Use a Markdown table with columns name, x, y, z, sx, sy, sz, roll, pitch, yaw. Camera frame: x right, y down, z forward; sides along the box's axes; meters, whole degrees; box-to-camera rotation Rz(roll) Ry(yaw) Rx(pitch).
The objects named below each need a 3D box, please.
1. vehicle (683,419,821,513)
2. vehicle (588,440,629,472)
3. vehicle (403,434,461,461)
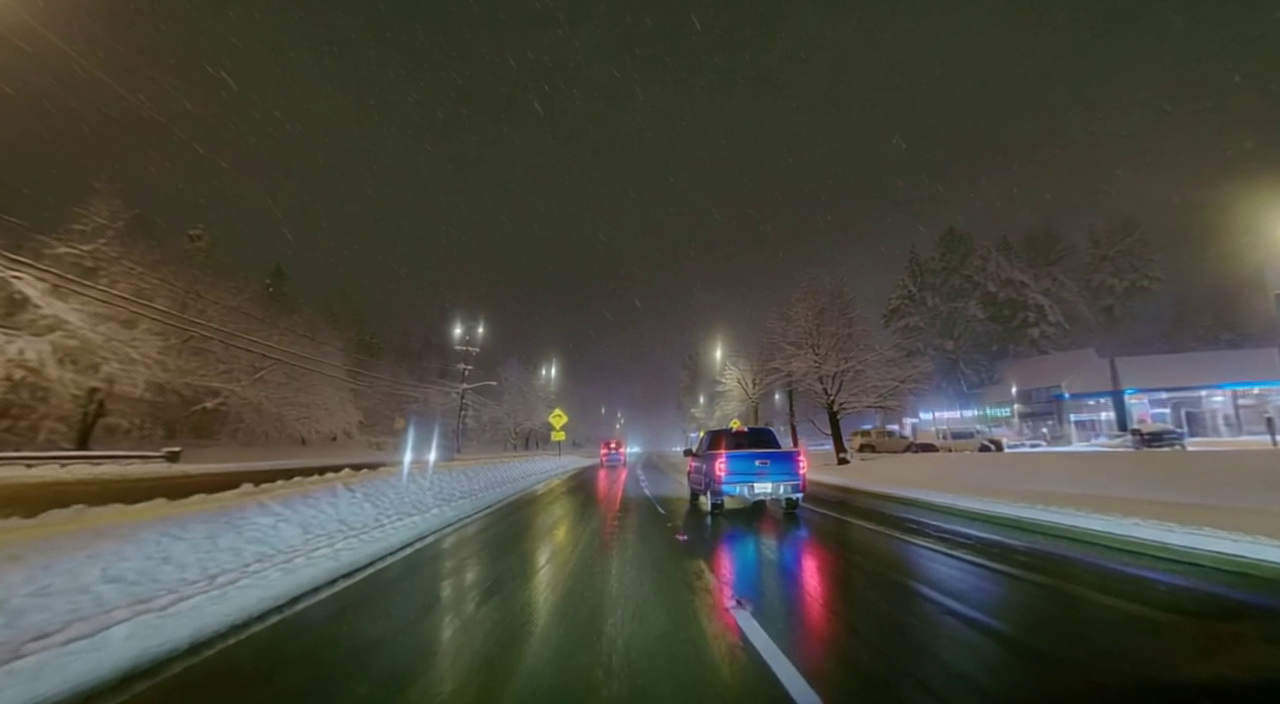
| name | x | y | z | sx | sy | sz | roll | pitch | yaw |
| --- | --- | --- | --- | --- | --- | --- | --- | --- | --- |
| vehicle | 2.524 | 2.805 | 15.999 | 2.367 | 1.919 | 5.651 | 1 | -9 | -1 |
| vehicle | -1.604 | 5.419 | 33.054 | 1.968 | 1.521 | 4.262 | 1 | -9 | -1 |
| vehicle | -14.224 | 6.584 | 43.311 | 2.088 | 1.718 | 4.798 | 0 | -9 | 4 |
